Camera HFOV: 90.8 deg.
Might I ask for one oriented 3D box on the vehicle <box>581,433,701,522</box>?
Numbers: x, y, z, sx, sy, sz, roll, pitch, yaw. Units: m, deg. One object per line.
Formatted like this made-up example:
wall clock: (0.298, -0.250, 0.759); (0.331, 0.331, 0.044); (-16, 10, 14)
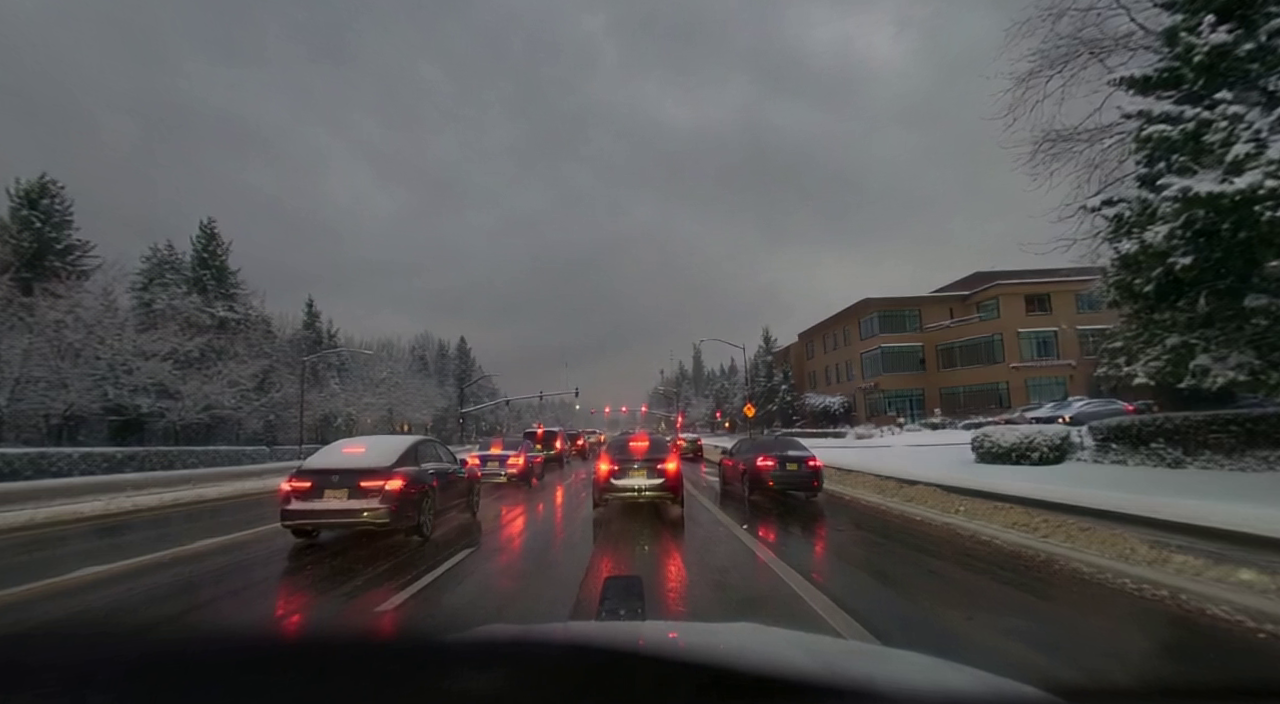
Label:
vehicle: (-0.052, 2.411, 12.686); (2.007, 1.467, 4.059); (0, -8, -2)

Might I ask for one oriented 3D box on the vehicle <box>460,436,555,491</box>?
vehicle: (-3.875, 3.336, 19.250); (1.985, 1.467, 4.224); (0, -8, 0)

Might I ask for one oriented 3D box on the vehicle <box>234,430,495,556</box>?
vehicle: (-3.758, 1.989, 9.684); (2.052, 1.475, 4.341); (0, -8, 0)

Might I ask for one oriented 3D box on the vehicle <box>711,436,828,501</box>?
vehicle: (3.188, 2.975, 16.570); (1.978, 1.452, 4.381); (0, -8, -3)
